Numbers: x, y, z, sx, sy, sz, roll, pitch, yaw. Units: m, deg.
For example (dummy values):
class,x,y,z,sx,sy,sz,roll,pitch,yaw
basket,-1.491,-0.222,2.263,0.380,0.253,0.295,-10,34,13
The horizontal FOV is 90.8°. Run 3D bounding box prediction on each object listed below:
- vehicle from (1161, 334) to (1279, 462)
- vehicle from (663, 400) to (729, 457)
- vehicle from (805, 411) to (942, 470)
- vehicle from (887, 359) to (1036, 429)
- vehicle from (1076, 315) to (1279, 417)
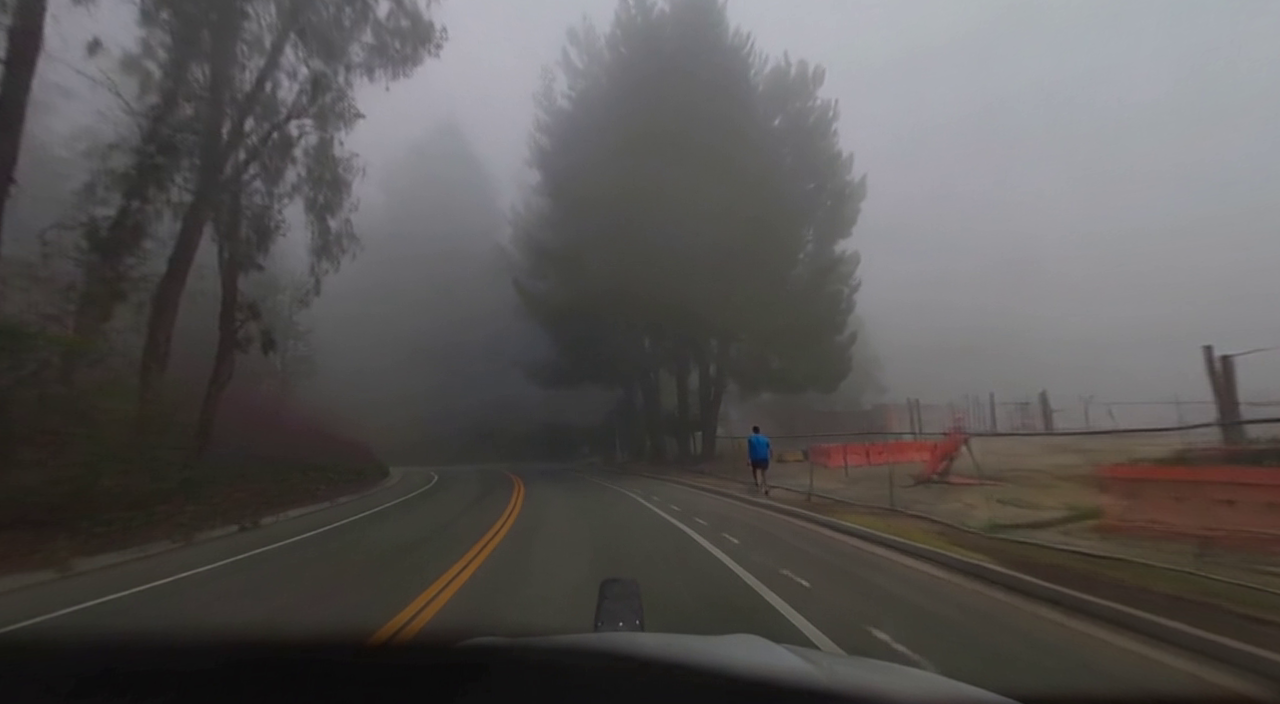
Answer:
class,x,y,z,sx,sy,sz,roll,pitch,yaw
vehicle,9.762,0.745,8.719,3.674,1.559,1.775,3,-10,-6
vehicle,3.841,5.717,46.114,2.984,3.691,10.409,0,-9,-5
vehicle,9.693,3.678,26.302,5.021,1.930,2.119,-2,-9,-22
vehicle,10.691,1.472,21.069,4.180,1.880,2.028,6,-8,-17
vehicle,11.862,0.320,13.337,3.916,1.765,1.785,-3,-9,-4
